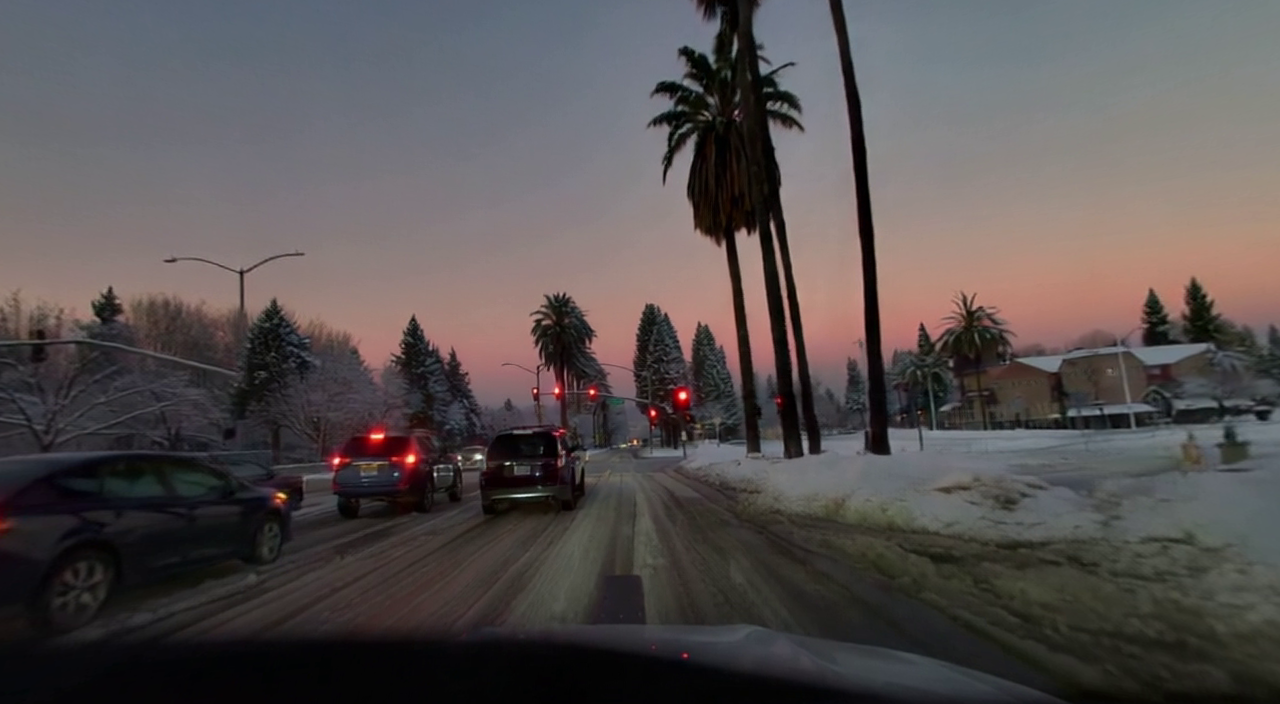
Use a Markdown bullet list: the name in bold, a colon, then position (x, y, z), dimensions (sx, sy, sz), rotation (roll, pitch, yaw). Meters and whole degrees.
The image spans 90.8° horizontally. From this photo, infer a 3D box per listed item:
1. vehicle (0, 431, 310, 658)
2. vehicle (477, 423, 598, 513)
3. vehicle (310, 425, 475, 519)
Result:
- **vehicle**: position (-5.453, 1.627, 6.246), dimensions (1.885, 1.567, 4.775), rotation (0, -9, -1)
- **vehicle**: position (-2.193, 2.650, 14.838), dimensions (2.153, 1.759, 4.320), rotation (0, -9, -1)
- **vehicle**: position (-5.622, 2.783, 15.174), dimensions (2.025, 1.862, 4.804), rotation (0, -9, 0)
